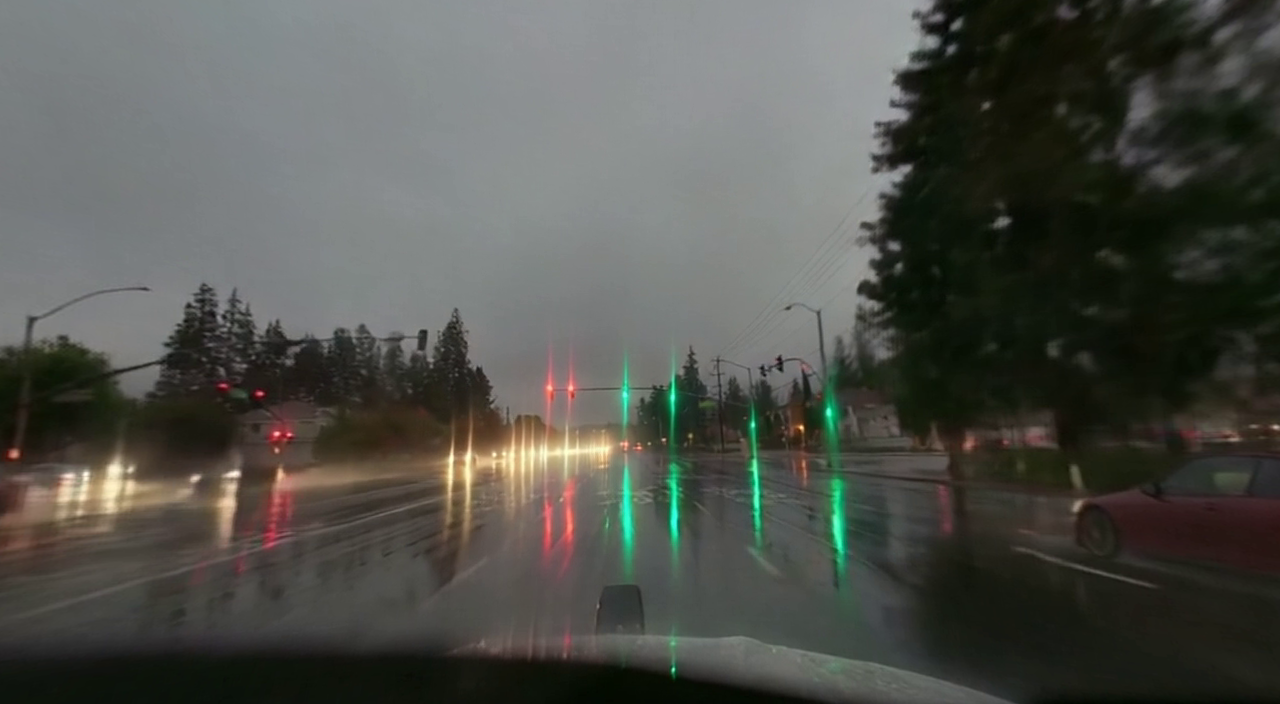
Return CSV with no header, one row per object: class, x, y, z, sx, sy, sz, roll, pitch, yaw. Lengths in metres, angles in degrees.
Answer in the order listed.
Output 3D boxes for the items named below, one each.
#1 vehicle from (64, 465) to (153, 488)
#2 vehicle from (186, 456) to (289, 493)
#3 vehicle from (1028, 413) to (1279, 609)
vehicle,-38.100,8.905,45.362,4.464,1.526,1.970,0,-8,-3
vehicle,-18.365,5.584,29.099,1.926,1.469,4.426,0,-8,-1
vehicle,6.044,1.346,5.671,2.113,1.520,4.650,0,-8,-1
